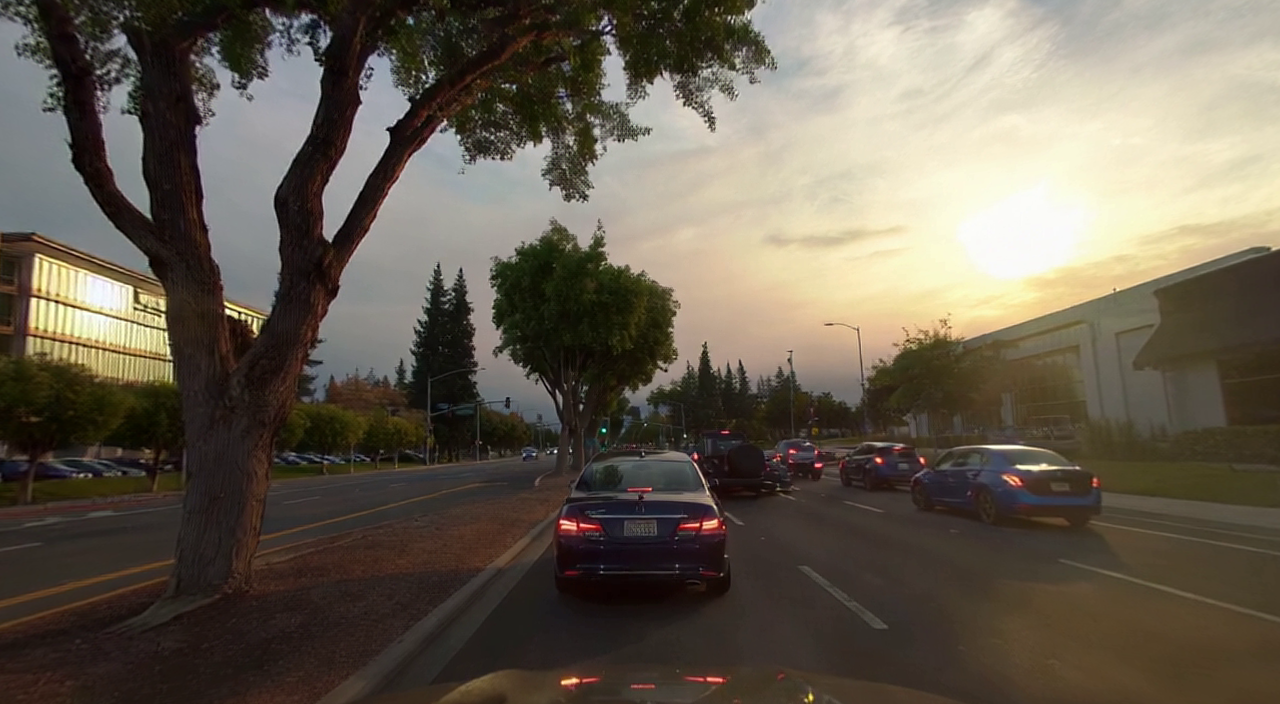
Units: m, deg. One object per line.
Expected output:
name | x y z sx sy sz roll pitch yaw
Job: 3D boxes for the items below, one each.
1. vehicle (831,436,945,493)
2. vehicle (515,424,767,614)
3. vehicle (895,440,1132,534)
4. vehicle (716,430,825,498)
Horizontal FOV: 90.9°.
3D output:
vehicle | 7.947 3.620 20.738 1.963 1.637 4.527 0 -8 1
vehicle | -0.025 1.635 7.203 1.977 1.465 4.376 0 -8 -1
vehicle | 6.841 2.470 12.266 1.911 1.468 4.417 0 -8 0
vehicle | 3.621 3.204 18.465 2.114 1.736 4.553 0 -8 -1
